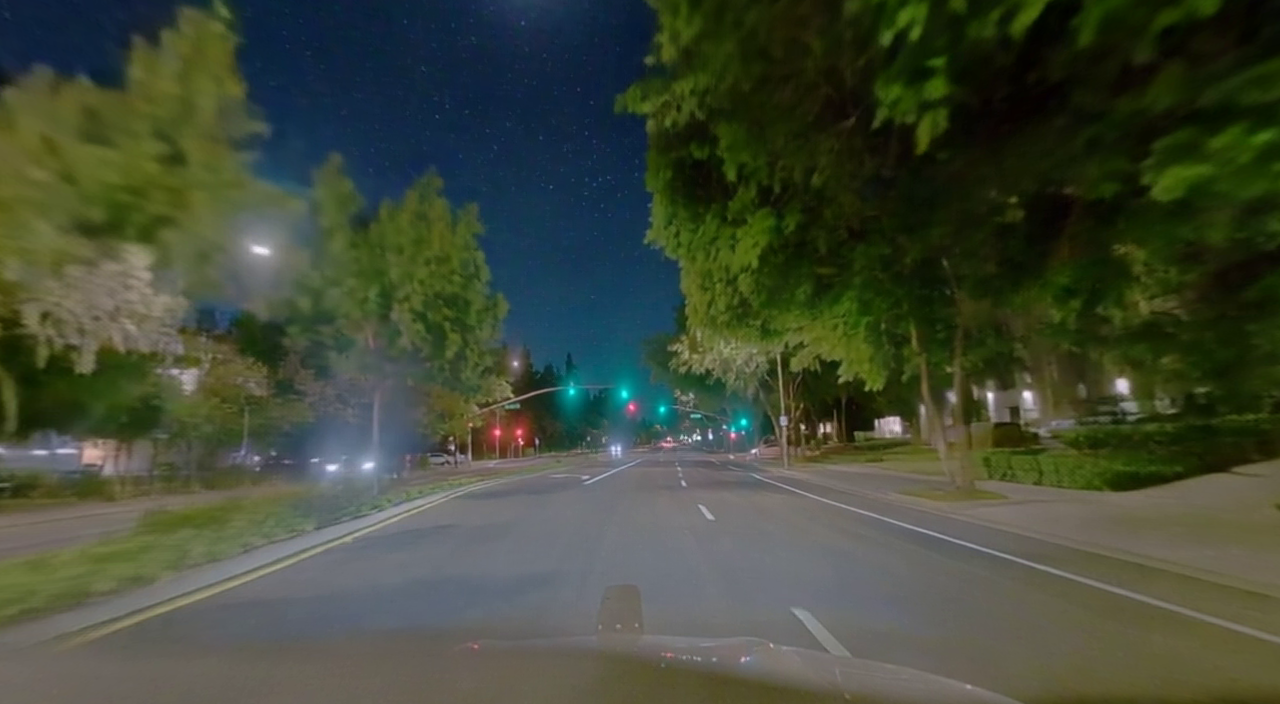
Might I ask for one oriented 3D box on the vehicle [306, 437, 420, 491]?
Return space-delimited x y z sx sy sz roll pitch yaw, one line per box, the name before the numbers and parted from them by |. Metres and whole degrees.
vehicle | -11.220 4.564 26.142 2.174 1.855 5.452 -3 -9 1
